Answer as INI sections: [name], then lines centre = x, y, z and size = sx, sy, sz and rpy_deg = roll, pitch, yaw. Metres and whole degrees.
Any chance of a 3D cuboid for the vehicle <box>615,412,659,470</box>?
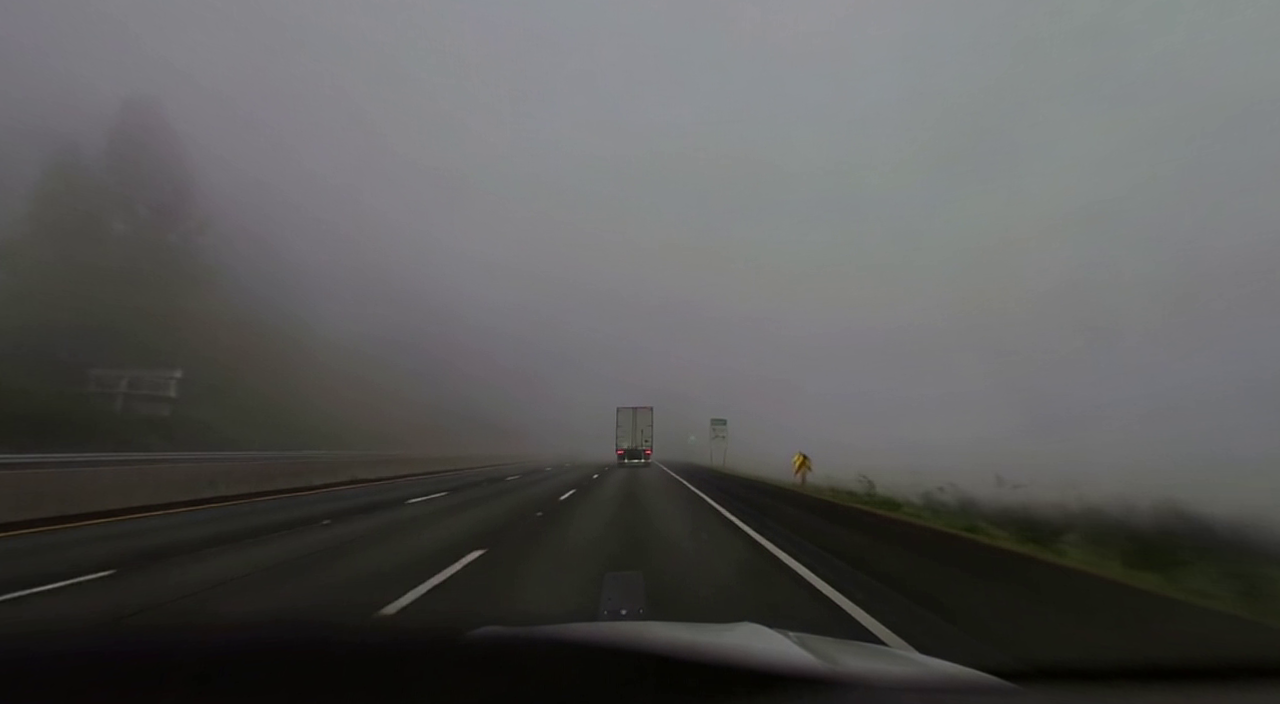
[vehicle]
centre = -0.312, 6.901, 48.540
size = 2.982, 3.947, 11.075
rpy_deg = 0, -9, -1
